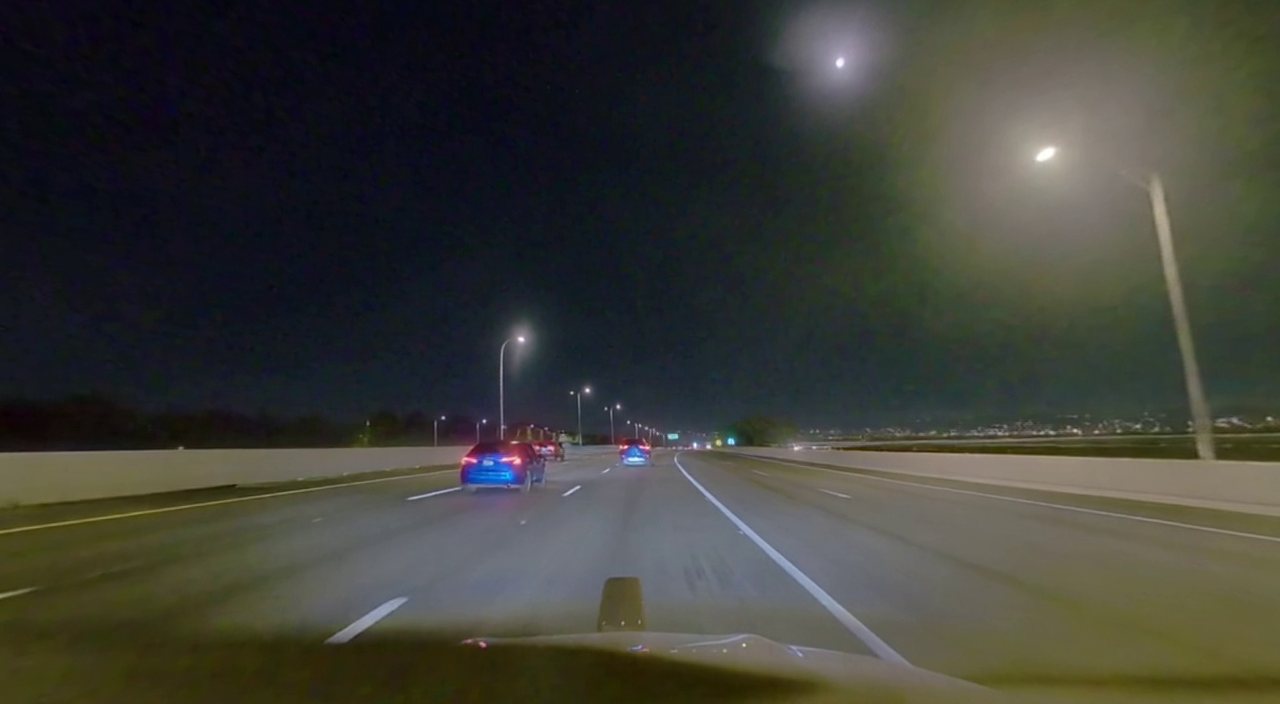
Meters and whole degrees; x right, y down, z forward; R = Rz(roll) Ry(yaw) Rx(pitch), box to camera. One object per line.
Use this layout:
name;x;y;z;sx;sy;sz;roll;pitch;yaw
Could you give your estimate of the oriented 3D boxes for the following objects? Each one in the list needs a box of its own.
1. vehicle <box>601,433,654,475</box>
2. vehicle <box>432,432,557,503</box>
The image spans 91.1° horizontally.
vehicle;-0.489;4.440;27.441;2.155;1.690;4.318;0;-9;0
vehicle;-3.642;2.988;16.688;2.124;1.607;4.531;0;-9;1
